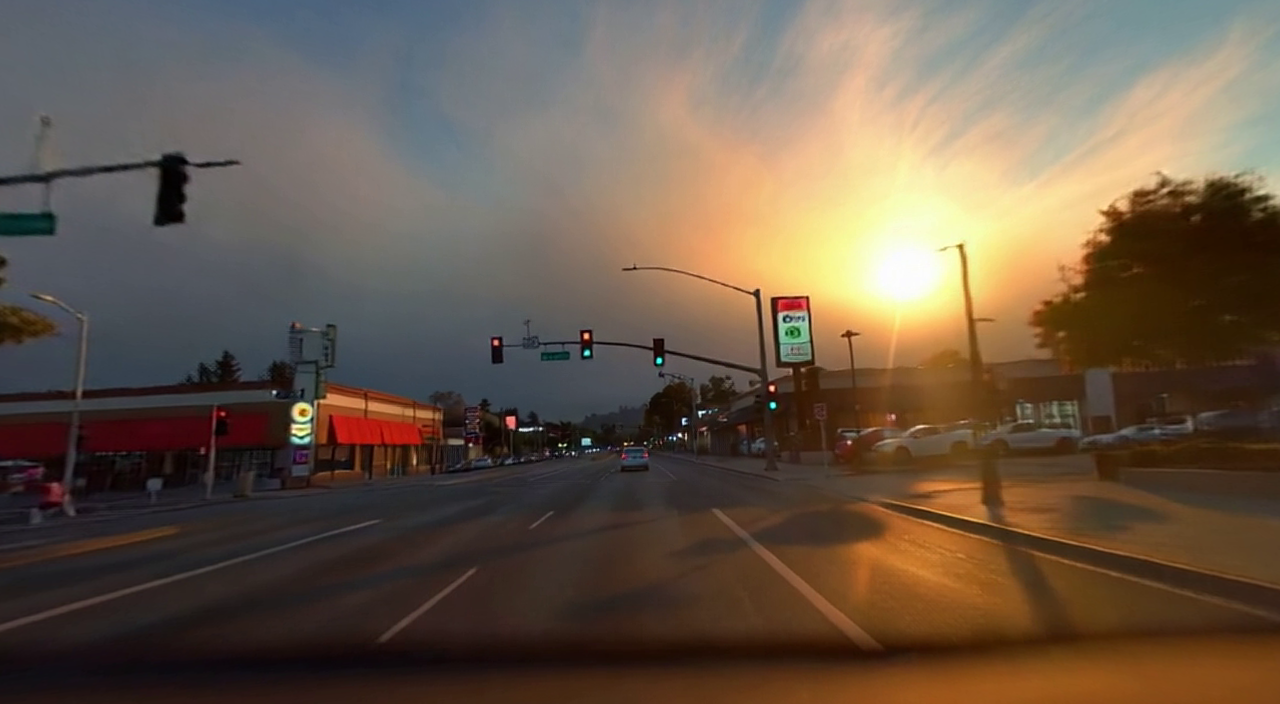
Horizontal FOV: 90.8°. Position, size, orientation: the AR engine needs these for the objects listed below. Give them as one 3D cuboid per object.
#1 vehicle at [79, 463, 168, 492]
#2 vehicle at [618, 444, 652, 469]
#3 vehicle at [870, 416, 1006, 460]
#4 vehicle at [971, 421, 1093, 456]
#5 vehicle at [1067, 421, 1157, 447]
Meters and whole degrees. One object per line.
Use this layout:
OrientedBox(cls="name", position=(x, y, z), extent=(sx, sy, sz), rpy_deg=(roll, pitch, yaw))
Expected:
OrientedBox(cls="vehicle", position=(-39.933, 9.676, 49.043), extent=(2.004, 1.945, 5.069), rpy_deg=(-2, -9, 11))
OrientedBox(cls="vehicle", position=(-0.345, 6.512, 39.381), extent=(1.977, 1.451, 4.032), rpy_deg=(0, -9, -1))
OrientedBox(cls="vehicle", position=(12.926, 3.777, 27.653), extent=(4.852, 1.805, 2.155), rpy_deg=(0, -9, -2))
OrientedBox(cls="vehicle", position=(18.728, 4.156, 30.350), extent=(4.586, 1.623, 1.861), rpy_deg=(0, -8, -1))
OrientedBox(cls="vehicle", position=(30.716, 5.392, 41.179), extent=(4.257, 1.626, 2.034), rpy_deg=(0, -9, -3))
